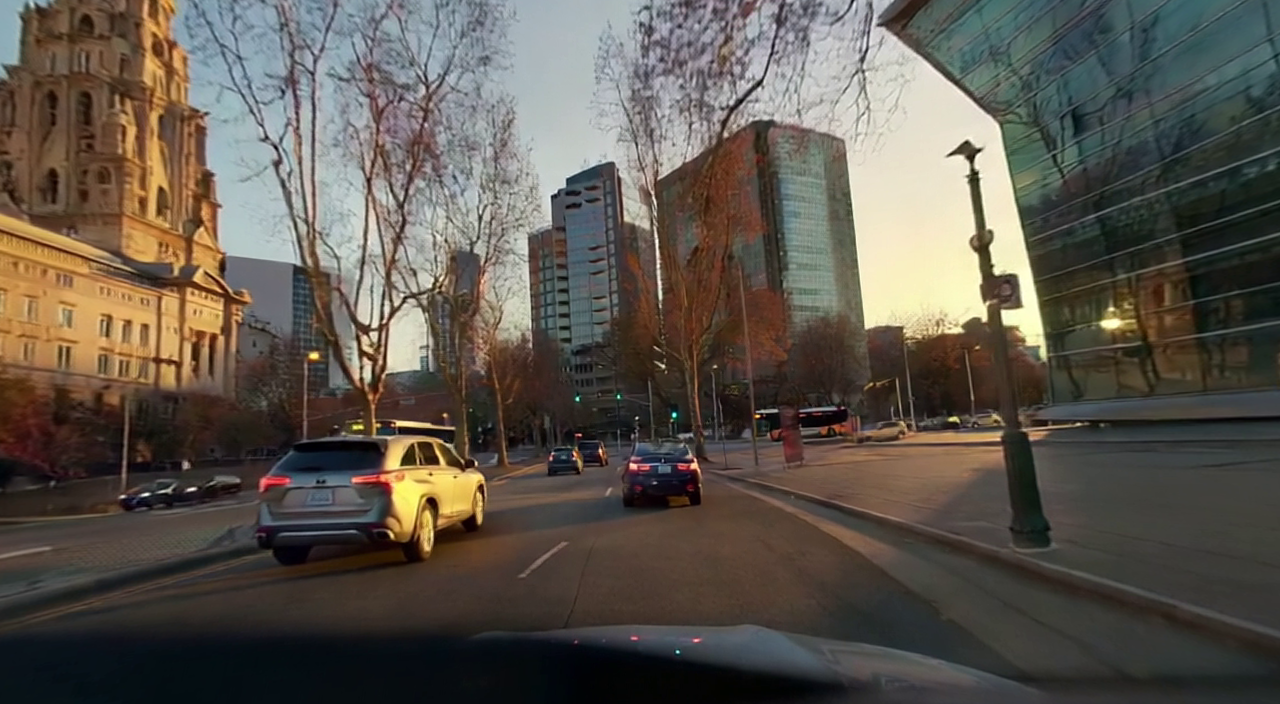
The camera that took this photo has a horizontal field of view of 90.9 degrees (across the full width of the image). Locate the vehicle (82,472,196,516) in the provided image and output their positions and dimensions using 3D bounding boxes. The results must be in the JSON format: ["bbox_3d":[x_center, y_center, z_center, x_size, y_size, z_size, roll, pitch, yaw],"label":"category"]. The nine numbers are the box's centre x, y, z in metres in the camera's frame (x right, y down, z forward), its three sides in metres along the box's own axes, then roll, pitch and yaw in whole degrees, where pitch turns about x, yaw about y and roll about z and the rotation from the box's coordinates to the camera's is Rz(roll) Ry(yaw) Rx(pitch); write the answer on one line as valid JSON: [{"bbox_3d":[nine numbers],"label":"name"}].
[{"bbox_3d":[-24.405,6.880,30.980,2.010,1.791,4.518,1,-9,-3],"label":"vehicle"}]

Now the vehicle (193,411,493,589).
[{"bbox_3d":[-3.218,1.666,7.802,1.848,1.641,3.686,0,-9,1],"label":"vehicle"}]

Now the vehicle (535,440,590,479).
[{"bbox_3d":[-3.302,4.670,27.635,1.961,1.517,4.202,0,-9,-1],"label":"vehicle"}]

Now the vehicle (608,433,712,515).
[{"bbox_3d":[0.309,2.561,13.678,1.933,1.504,3.802,0,-9,-2],"label":"vehicle"}]
